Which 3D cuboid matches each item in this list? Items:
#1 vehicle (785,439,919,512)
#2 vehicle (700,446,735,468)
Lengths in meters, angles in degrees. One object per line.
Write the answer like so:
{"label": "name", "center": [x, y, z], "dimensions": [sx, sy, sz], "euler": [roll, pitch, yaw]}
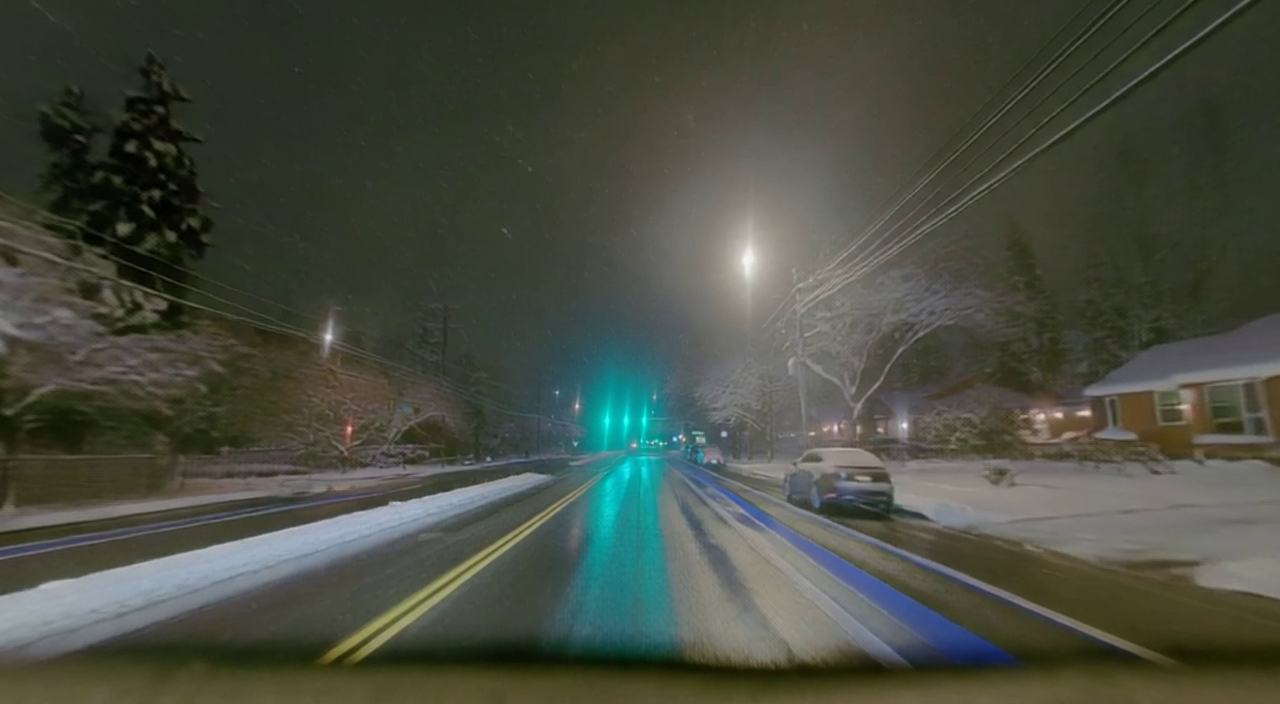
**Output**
{"label": "vehicle", "center": [5.089, 2.987, 15.794], "dimensions": [1.955, 1.549, 4.129], "euler": [0, -8, 1]}
{"label": "vehicle", "center": [5.428, 7.397, 44.713], "dimensions": [2.032, 1.478, 5.040], "euler": [0, -8, 2]}
